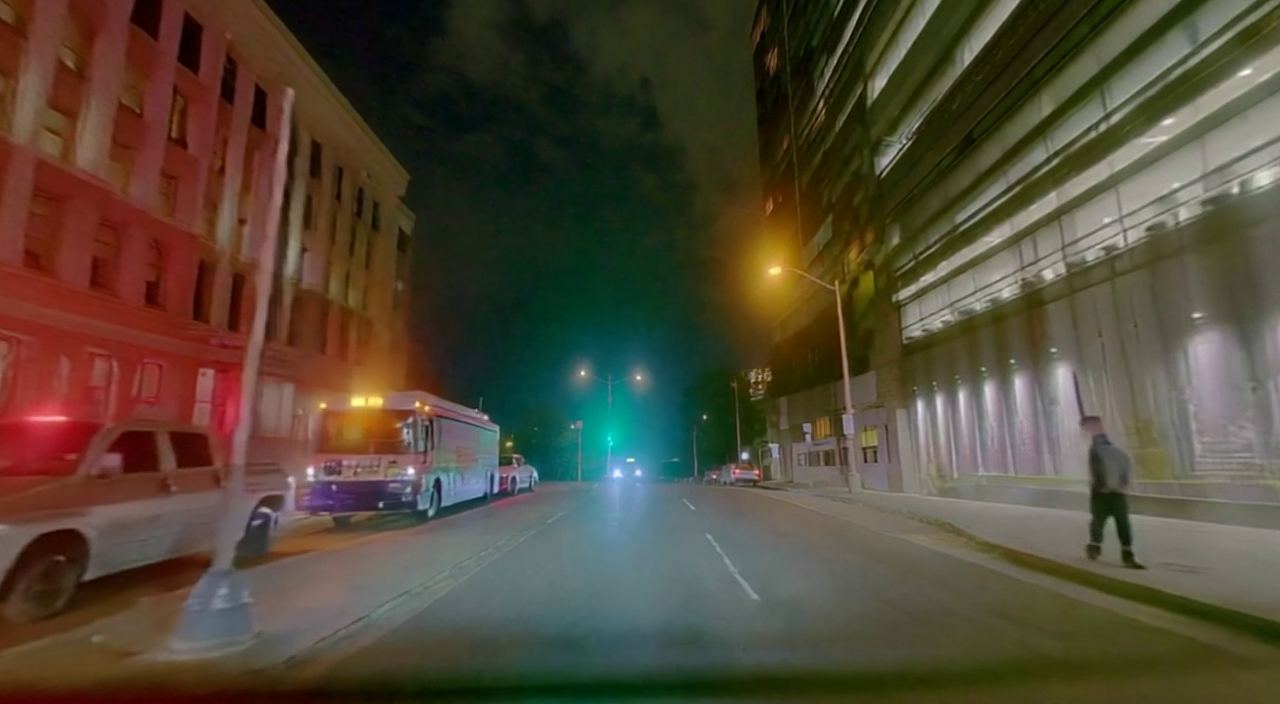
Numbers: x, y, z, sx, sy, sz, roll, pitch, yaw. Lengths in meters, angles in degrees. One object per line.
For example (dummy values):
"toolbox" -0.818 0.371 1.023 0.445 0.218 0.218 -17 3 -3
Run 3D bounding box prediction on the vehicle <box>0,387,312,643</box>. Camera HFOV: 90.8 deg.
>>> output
"vehicle" -5.663 1.490 6.543 1.988 1.855 4.599 0 -9 1

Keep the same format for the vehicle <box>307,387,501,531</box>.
"vehicle" -5.096 2.443 14.879 2.268 2.708 5.699 0 -9 1

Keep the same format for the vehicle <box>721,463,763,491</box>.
"vehicle" 6.431 7.963 40.386 1.888 1.536 4.381 0 -9 -1
